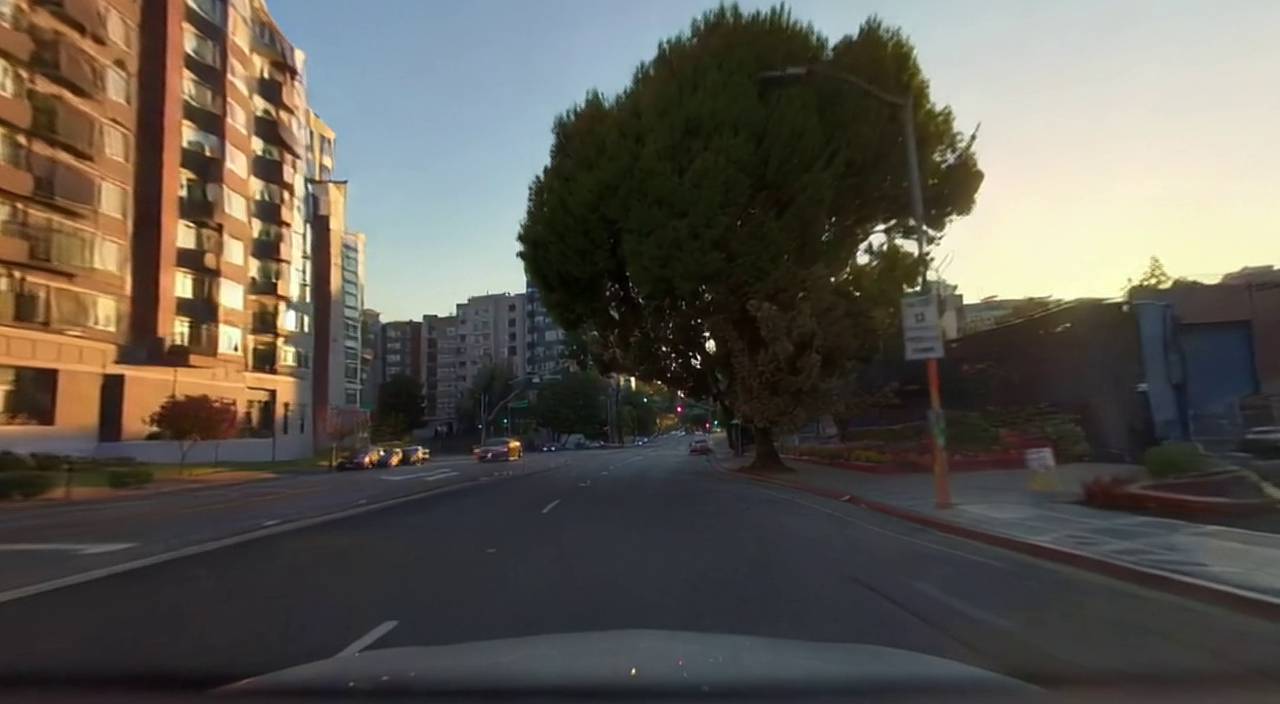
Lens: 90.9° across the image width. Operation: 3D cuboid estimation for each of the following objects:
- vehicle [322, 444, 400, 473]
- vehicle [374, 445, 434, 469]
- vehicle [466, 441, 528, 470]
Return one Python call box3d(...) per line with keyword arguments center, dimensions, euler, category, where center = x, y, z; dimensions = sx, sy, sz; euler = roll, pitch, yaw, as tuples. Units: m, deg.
box3d(center=(-15.642, 5.986, 35.670), dimensions=(1.878, 1.506, 4.693), euler=(-1, -9, 6), category="vehicle")
box3d(center=(-15.665, 6.978, 42.123), dimensions=(1.816, 1.464, 4.540), euler=(-1, -9, 6), category="vehicle")
box3d(center=(-7.976, 5.812, 35.540), dimensions=(2.017, 1.473, 4.379), euler=(-1, -9, 7), category="vehicle")
